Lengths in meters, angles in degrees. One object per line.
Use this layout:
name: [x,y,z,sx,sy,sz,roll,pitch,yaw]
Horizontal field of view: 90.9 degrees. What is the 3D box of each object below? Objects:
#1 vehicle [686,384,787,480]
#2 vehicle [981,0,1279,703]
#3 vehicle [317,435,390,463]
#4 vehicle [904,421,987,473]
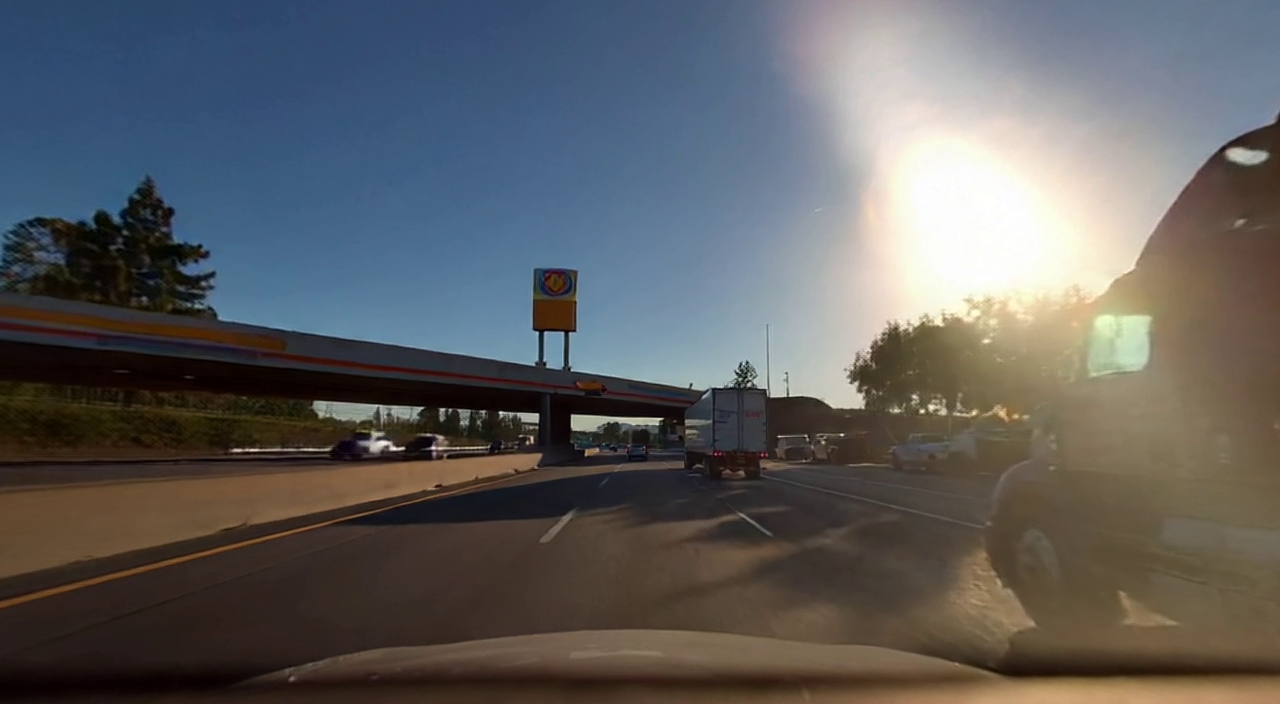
vehicle: [4.542,4.417,33.544,2.881,3.995,14.382,0,-9,-1]
vehicle: [4.045,-0.319,1.447,3.007,3.965,5.971,0,-9,0]
vehicle: [-15.850,5.402,35.154,1.902,1.474,4.646,0,-9,0]
vehicle: [23.092,7.256,48.066,3.014,3.704,5.917,1,-9,-3]
